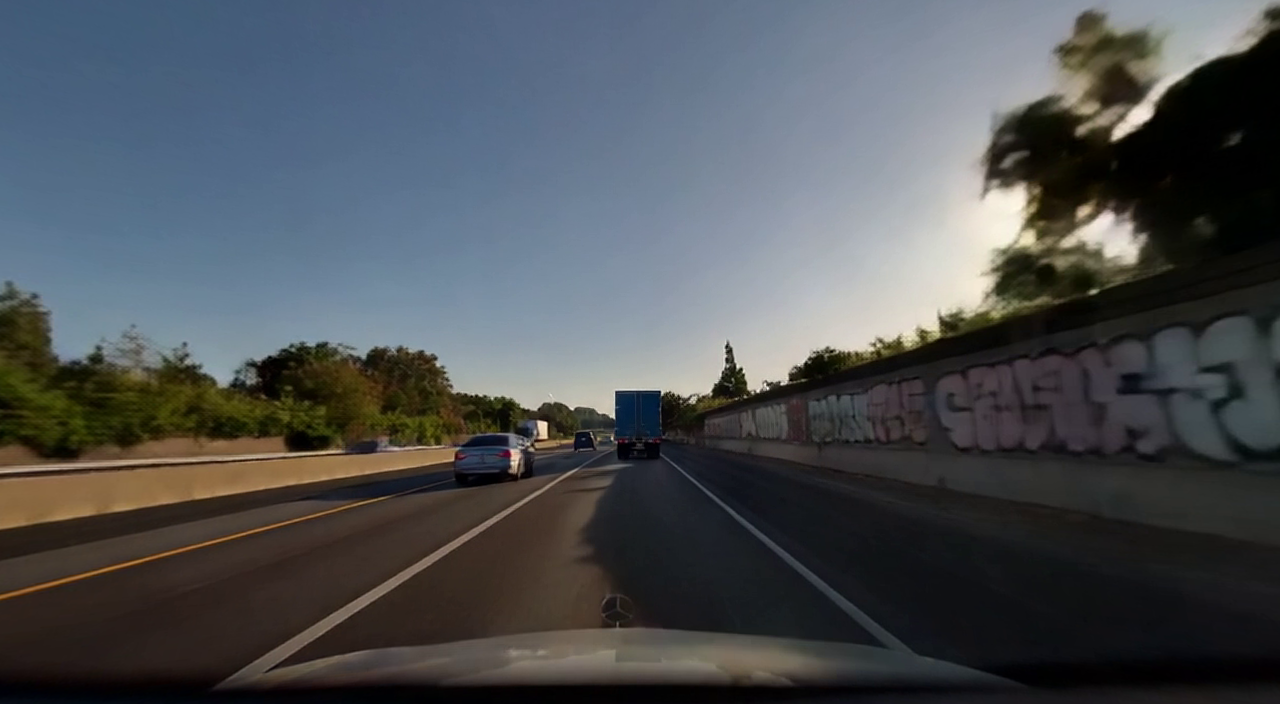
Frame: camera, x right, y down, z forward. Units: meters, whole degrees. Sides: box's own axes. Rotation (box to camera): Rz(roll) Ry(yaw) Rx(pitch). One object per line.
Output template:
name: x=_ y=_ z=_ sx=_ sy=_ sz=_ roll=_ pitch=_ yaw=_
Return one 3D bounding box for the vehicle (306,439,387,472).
vehicle: x=-13.668 y=4.825 z=29.674 sx=1.797 sy=1.414 sz=4.296 roll=0 pitch=-8 yaw=-1

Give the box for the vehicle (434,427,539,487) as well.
vehicle: x=-4.351 y=3.024 z=18.642 sx=1.948 sy=1.526 sz=4.525 roll=0 pitch=-8 yaw=0

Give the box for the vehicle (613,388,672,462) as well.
vehicle: x=0.011 y=4.238 z=35.894 sx=2.927 sy=3.649 sz=9.443 roll=0 pitch=-8 yaw=-1
